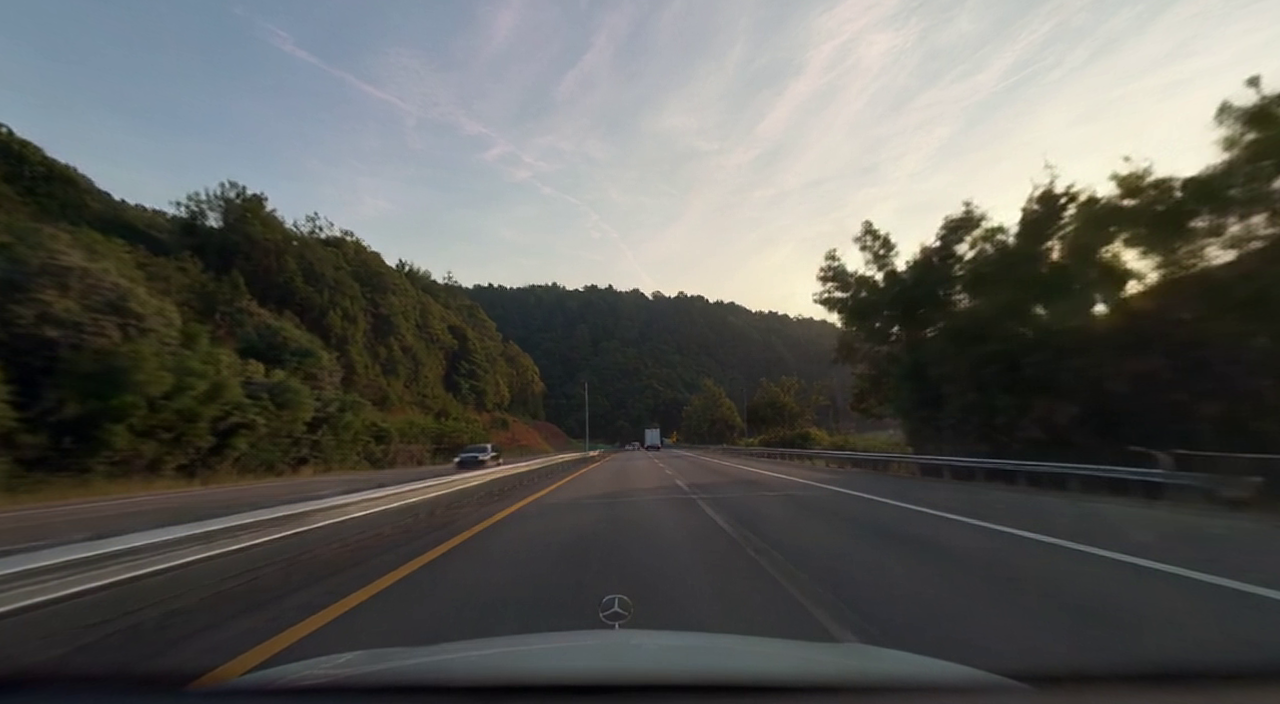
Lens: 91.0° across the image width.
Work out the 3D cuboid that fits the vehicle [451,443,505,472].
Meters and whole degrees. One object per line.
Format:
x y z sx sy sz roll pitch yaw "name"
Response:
-9.578 6.255 37.580 2.021 1.549 4.467 0 -8 -1 "vehicle"
